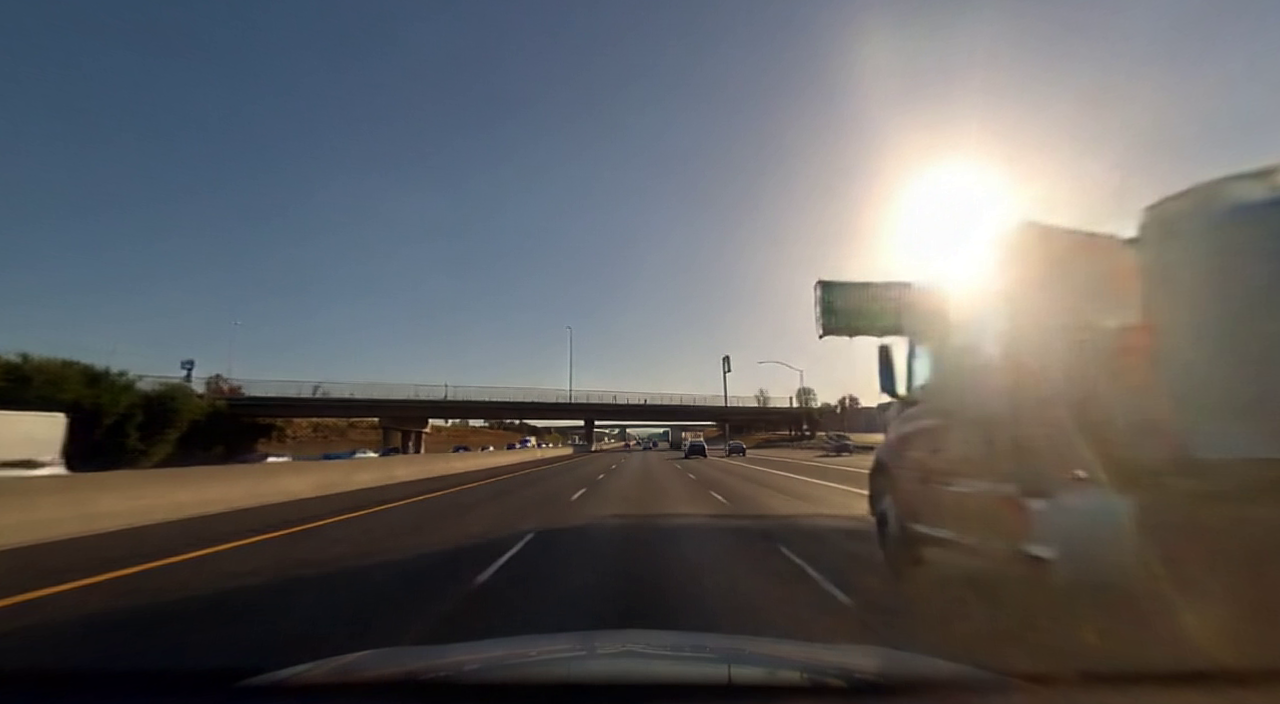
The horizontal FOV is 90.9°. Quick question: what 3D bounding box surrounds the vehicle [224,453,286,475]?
[{"bbox_3d":[-28.723,8.356,47.201,1.861,1.475,4.425,0,-8,-1],"label":"vehicle"}]
